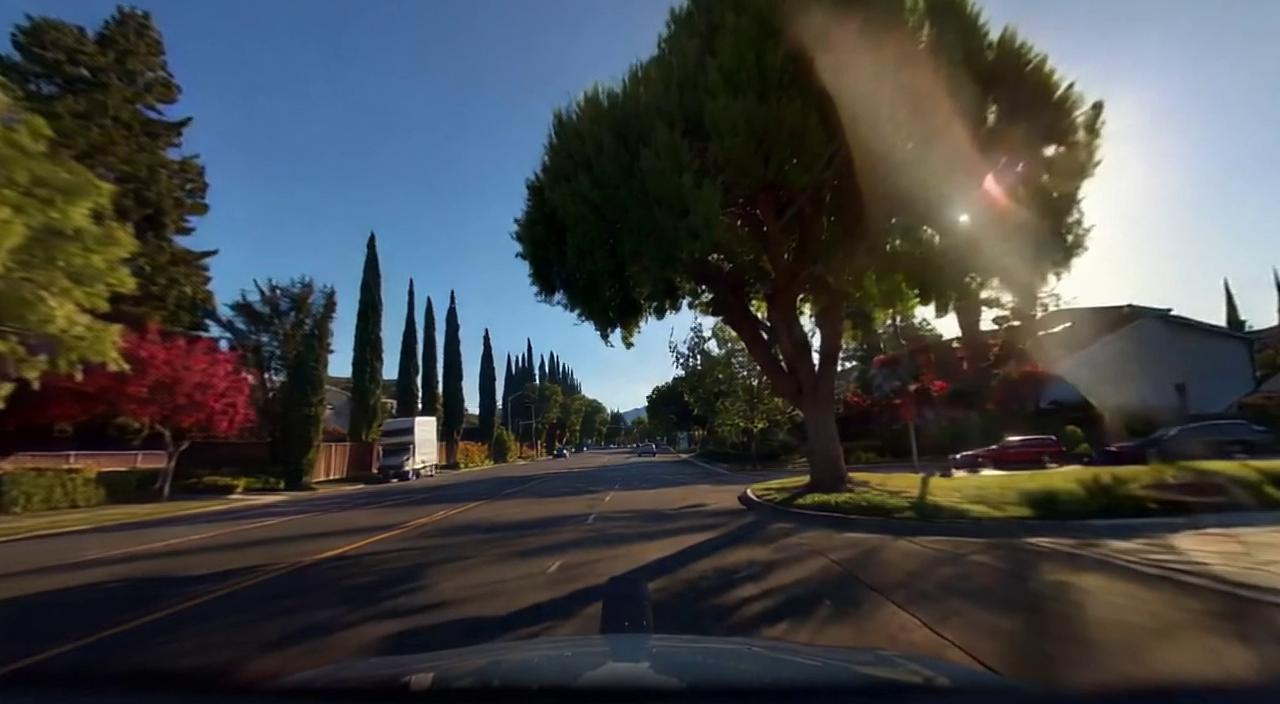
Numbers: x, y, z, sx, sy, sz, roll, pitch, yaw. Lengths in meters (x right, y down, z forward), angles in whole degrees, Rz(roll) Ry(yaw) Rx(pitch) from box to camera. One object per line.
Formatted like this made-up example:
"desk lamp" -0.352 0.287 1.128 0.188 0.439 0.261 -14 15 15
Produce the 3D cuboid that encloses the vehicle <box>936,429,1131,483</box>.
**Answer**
"vehicle" 13.313 3.526 21.619 5.177 1.468 2.090 -3 -6 3

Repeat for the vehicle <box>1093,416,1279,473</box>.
"vehicle" 18.843 3.175 21.641 4.821 1.832 2.196 0 -9 -1

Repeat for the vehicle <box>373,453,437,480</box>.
"vehicle" -14.190 6.913 38.202 2.557 1.485 2.907 -3 -8 5
